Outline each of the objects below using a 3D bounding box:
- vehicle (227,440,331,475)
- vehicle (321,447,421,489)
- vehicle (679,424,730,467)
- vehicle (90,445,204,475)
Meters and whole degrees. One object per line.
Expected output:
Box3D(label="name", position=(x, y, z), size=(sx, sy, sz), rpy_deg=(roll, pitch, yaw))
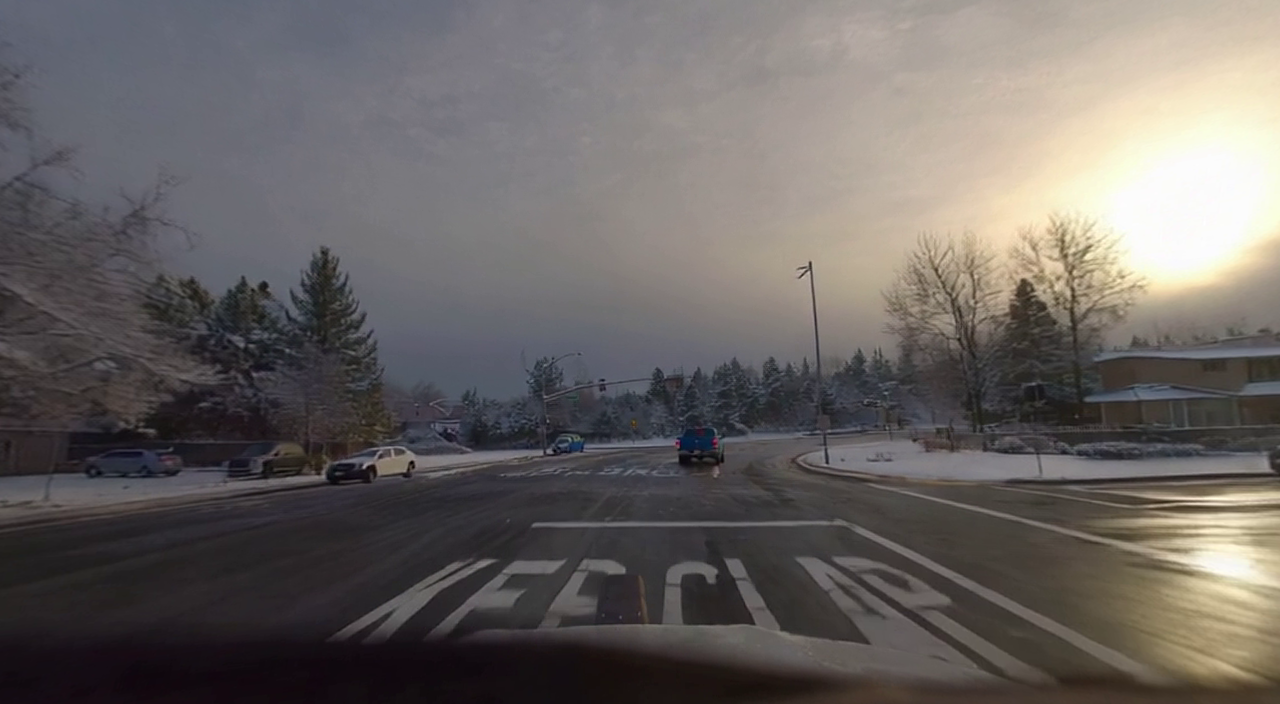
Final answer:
Box3D(label="vehicle", position=(-18.564, 5.428, 32.622), size=(4.168, 1.735, 1.925), rpy_deg=(-1, -8, 2))
Box3D(label="vehicle", position=(-11.454, 4.933, 27.327), size=(1.873, 1.508, 4.483), rpy_deg=(-3, -7, 9))
Box3D(label="vehicle", position=(3.315, 4.692, 31.638), size=(2.153, 1.942, 4.767), rpy_deg=(-2, -9, 10))
Box3D(label="vehicle", position=(-24.992, 5.473, 32.127), size=(4.268, 1.409, 1.897), rpy_deg=(-1, -8, 4))
